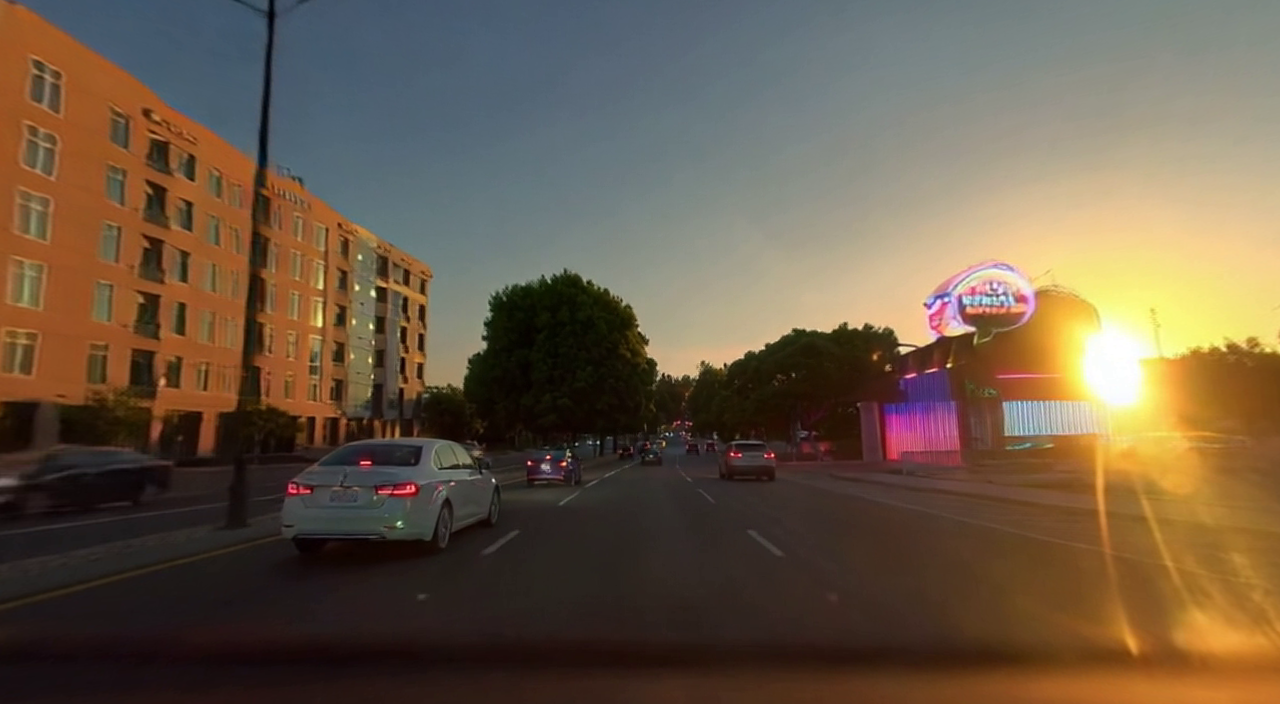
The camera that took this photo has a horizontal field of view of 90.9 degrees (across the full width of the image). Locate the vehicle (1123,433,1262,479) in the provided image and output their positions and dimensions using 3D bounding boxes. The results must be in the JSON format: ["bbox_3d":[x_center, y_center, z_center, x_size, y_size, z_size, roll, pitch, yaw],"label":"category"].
[{"bbox_3d":[17.882,3.355,20.450,3.368,1.389,1.595,2,-9,-12],"label":"vehicle"}]

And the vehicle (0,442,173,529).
[{"bbox_3d":[-12.247,2.616,12.899,2.110,1.512,4.107,-1,-8,2],"label":"vehicle"}]

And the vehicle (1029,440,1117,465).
[{"bbox_3d":[30.378,7.090,44.363,4.667,1.674,1.767,-1,-9,9],"label":"vehicle"}]

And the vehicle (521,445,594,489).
[{"bbox_3d":[-2.924,4.176,23.306,1.980,1.454,4.226,-1,-8,2],"label":"vehicle"}]

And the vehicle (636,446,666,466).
[{"bbox_3d":[0.874,7.919,48.113,2.164,1.477,3.988,-1,-8,2],"label":"vehicle"}]

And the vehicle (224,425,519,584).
[{"bbox_3d":[-3.127,1.860,8.616,2.118,1.568,4.436,0,-8,-1],"label":"vehicle"}]

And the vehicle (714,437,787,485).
[{"bbox_3d":[4.284,4.291,25.060,2.103,1.699,4.171,0,-8,0],"label":"vehicle"}]
